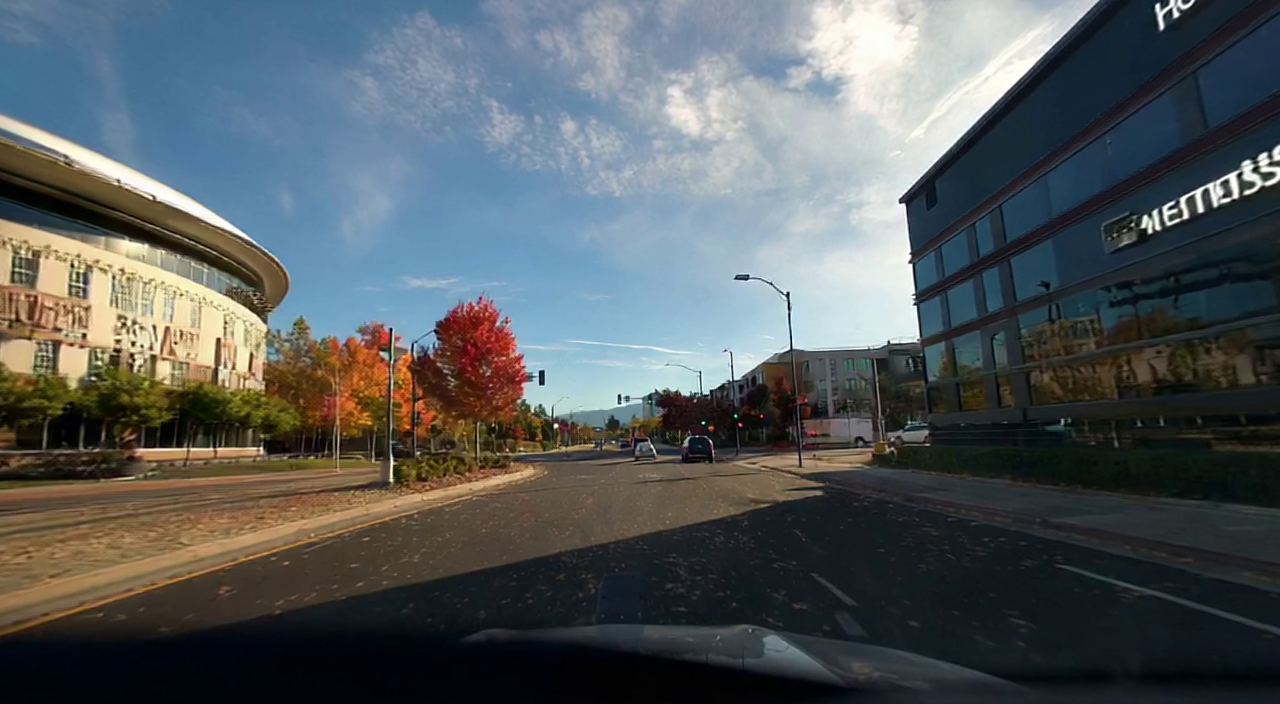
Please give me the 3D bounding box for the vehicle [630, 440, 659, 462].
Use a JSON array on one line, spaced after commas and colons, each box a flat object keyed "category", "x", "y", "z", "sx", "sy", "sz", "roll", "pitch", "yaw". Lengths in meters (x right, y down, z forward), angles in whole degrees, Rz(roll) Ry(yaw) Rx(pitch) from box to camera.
[{"category": "vehicle", "x": 0.325, "y": 7.467, "z": 47.583, "sx": 2.014, "sy": 1.525, "sz": 4.197, "roll": 0, "pitch": -9, "yaw": -2}]
